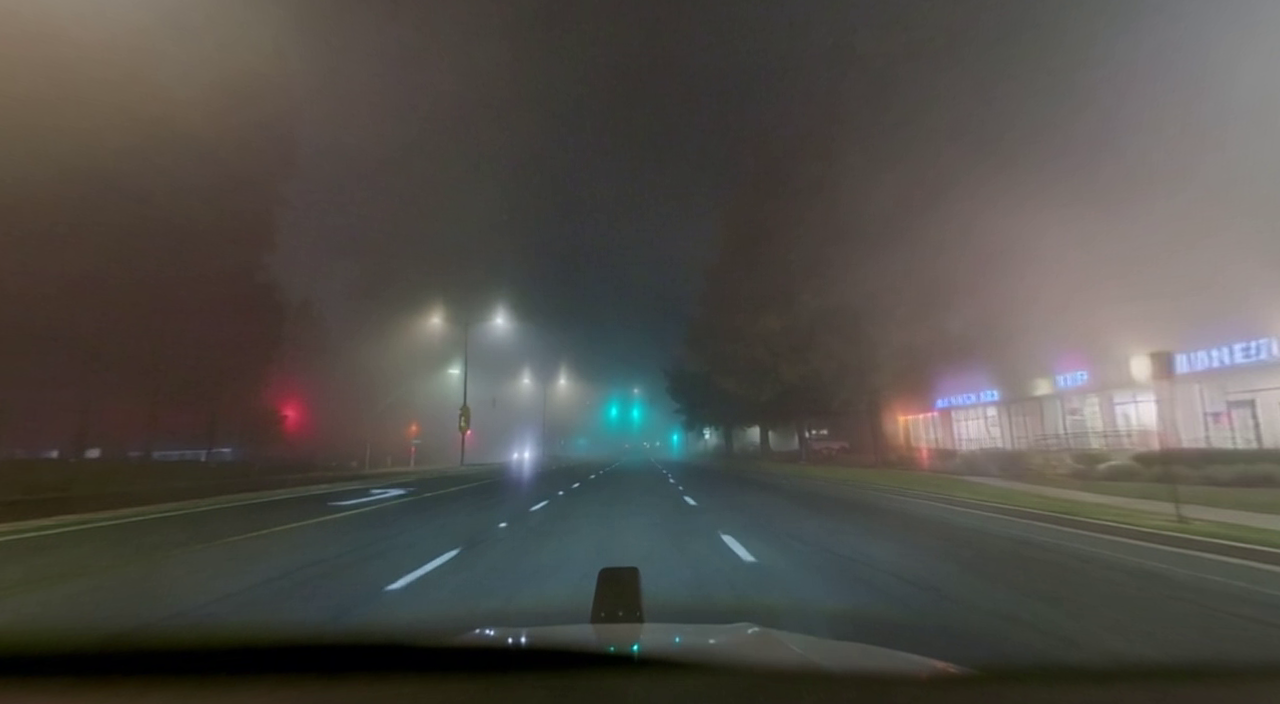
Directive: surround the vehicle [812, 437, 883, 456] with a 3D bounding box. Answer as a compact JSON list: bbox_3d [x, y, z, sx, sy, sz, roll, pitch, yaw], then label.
[{"bbox_3d":[16.329,7.481,49.726,4.960,1.505,1.941,0,-9,0],"label":"vehicle"}]
